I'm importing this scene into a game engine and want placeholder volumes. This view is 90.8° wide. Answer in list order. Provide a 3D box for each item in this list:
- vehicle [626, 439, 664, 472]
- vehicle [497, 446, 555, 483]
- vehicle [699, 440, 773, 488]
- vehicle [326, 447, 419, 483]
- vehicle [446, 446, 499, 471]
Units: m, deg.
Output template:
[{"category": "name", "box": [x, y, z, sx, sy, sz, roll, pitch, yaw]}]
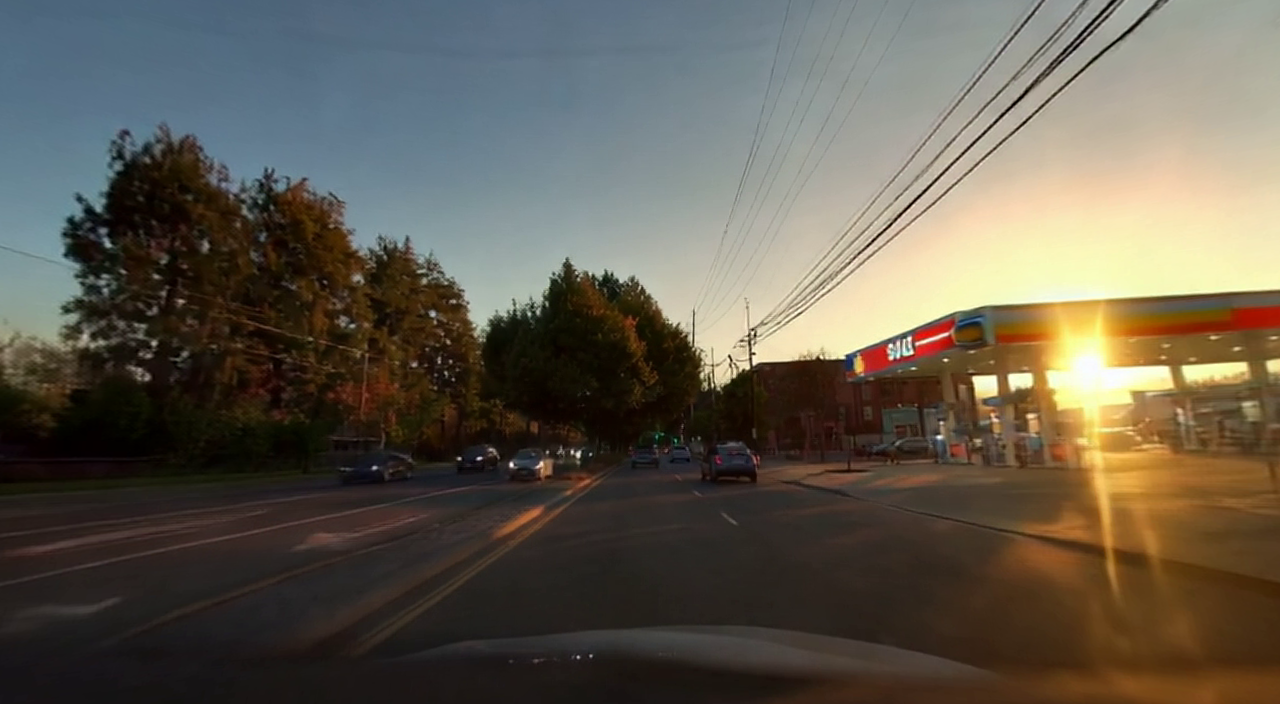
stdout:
[{"category": "vehicle", "box": [0.275, 6.197, 37.761, 2.163, 1.825, 4.073, -1, -9, 0]}, {"category": "vehicle", "box": [-4.846, 4.845, 27.351, 1.816, 1.484, 3.629, -1, -9, 0]}, {"category": "vehicle", "box": [3.495, 4.187, 23.849, 1.990, 1.592, 4.294, 0, -9, -1]}, {"category": "vehicle", "box": [-12.360, 5.243, 29.601, 2.264, 1.515, 4.718, -1, -9, 1]}, {"category": "vehicle", "box": [-11.322, 7.234, 43.025, 2.186, 1.607, 4.488, -1, -9, 2]}]
